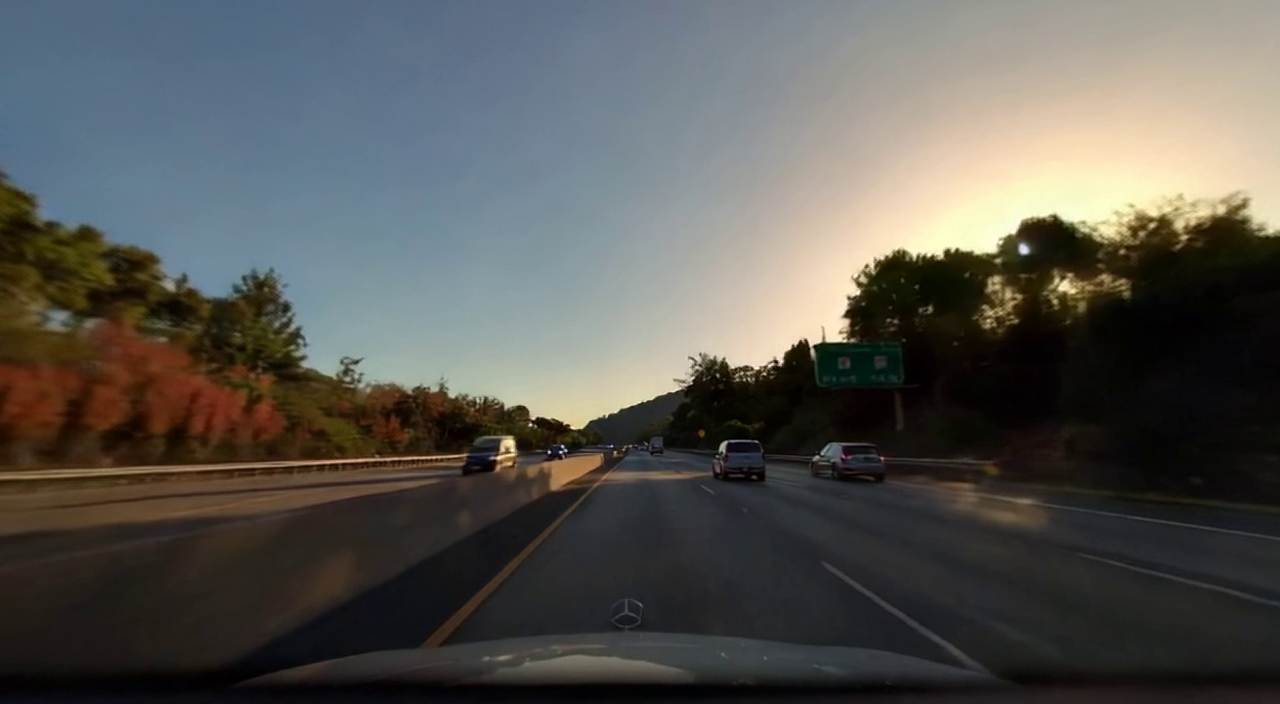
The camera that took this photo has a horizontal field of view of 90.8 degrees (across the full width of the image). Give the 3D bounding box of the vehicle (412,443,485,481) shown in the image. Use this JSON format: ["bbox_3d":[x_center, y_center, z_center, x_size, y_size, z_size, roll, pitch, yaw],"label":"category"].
[{"bbox_3d":[-8.236,4.752,27.536,1.900,1.483,4.190,0,-9,0],"label":"vehicle"}]

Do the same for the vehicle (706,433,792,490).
[{"bbox_3d":[3.637,3.759,21.959,2.070,1.751,4.576,0,-9,-1],"label":"vehicle"}]

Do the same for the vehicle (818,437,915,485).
[{"bbox_3d":[8.619,4.188,24.508,2.018,1.636,4.510,0,-9,-1],"label":"vehicle"}]
